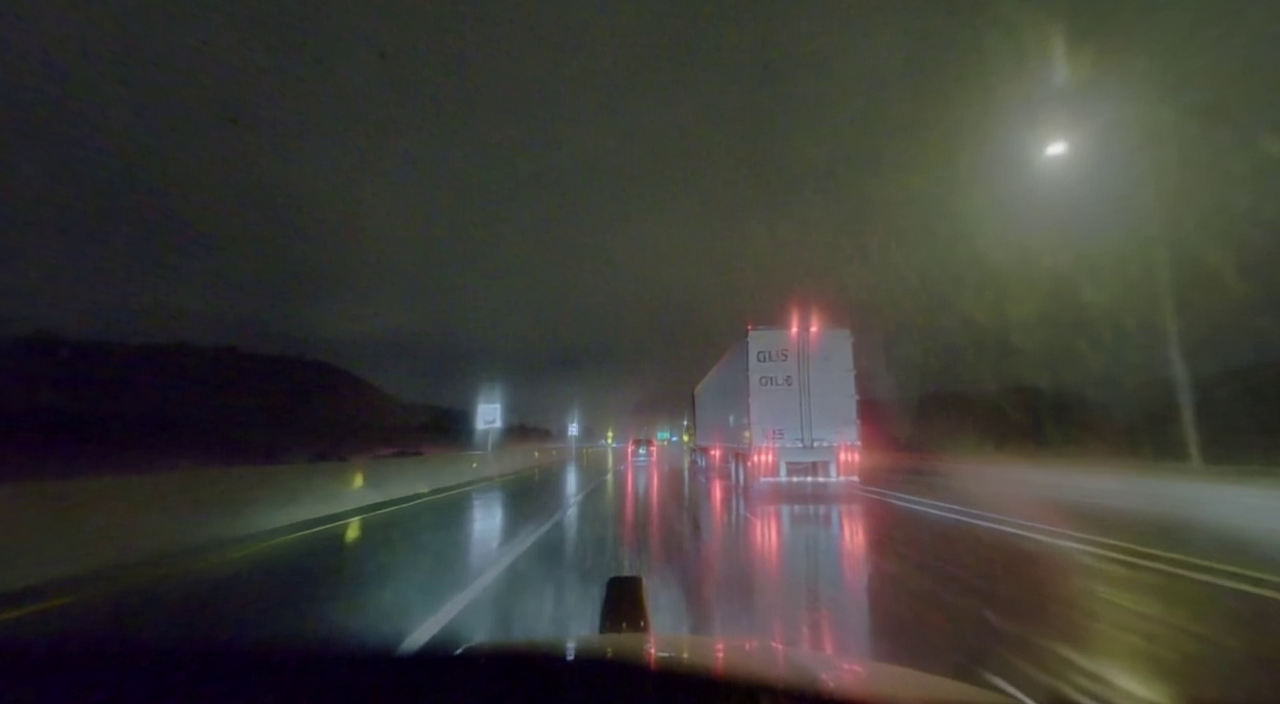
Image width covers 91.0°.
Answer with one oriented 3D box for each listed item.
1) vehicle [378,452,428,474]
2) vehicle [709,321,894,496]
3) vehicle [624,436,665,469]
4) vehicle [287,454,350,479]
[{"bbox_3d":[-17.236,8.059,46.030,1.816,1.454,4.458,0,-8,1],"label":"vehicle"},{"bbox_3d":[4.272,2.021,19.746,3.014,4.068,10.359,0,-8,0],"label":"vehicle"},{"bbox_3d":[0.255,5.326,33.549,2.050,1.654,4.192,0,-8,0],"label":"vehicle"},{"bbox_3d":[-20.732,7.358,40.733,1.853,1.463,4.132,0,-8,0],"label":"vehicle"}]
